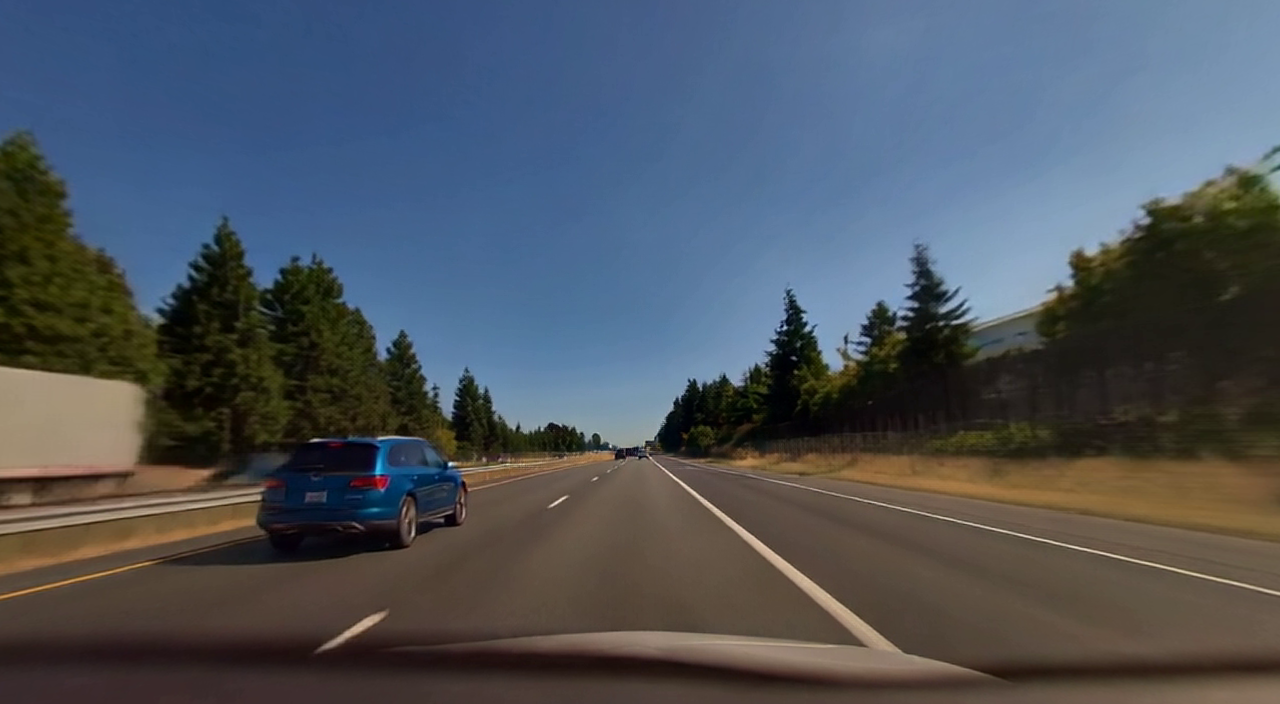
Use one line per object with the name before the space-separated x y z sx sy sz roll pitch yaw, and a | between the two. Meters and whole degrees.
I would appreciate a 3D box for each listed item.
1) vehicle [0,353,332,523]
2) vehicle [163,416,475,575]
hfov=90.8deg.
vehicle | -12.900 2.500 17.976 2.933 3.457 10.136 0 -9 1
vehicle | -4.132 1.923 9.287 2.110 1.727 4.607 0 -9 1
